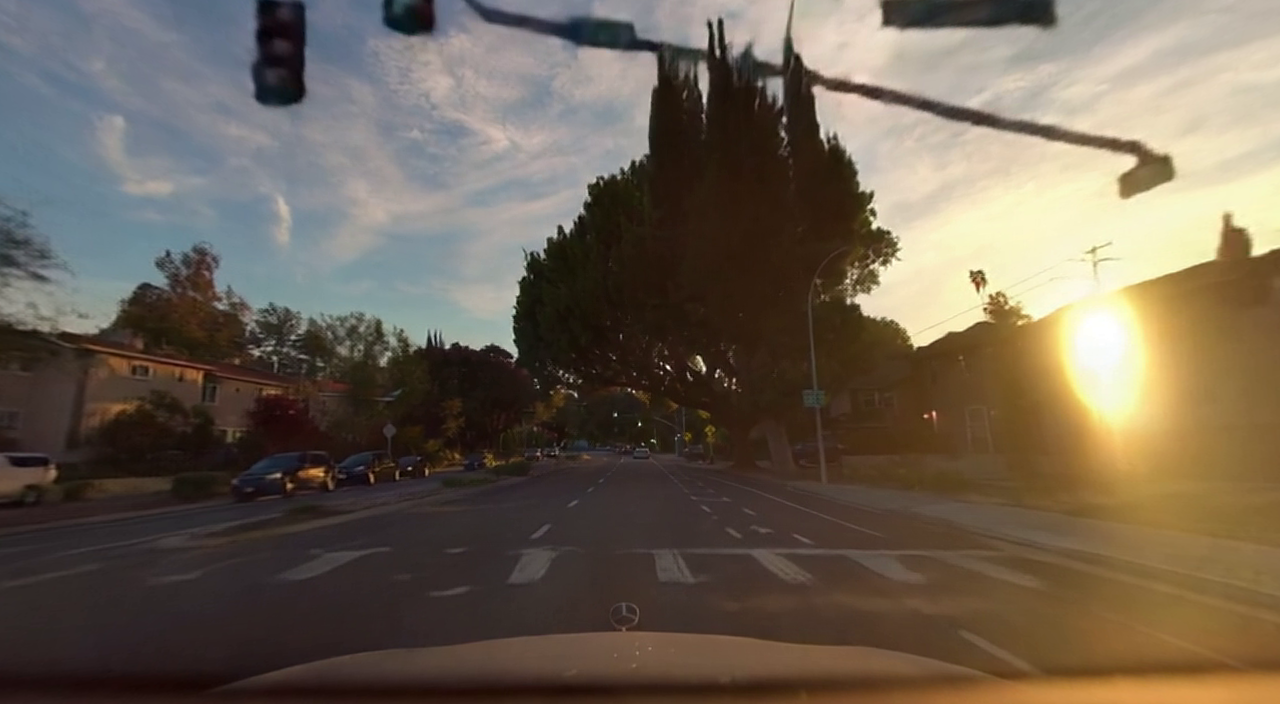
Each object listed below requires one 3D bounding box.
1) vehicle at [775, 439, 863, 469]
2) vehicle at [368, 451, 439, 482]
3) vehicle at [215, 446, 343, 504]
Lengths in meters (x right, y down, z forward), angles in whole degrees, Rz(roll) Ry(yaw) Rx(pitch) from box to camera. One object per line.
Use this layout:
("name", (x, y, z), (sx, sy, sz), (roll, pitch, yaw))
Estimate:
("vehicle", (11.267, 6.455, 39.829), (4.880, 1.842, 2.069), (0, -9, -1))
("vehicle", (-12.156, 5.948, 32.734), (1.888, 1.477, 4.629), (-1, -10, 0))
("vehicle", (-12.111, 4.149, 21.511), (1.932, 1.673, 4.314), (-3, -10, -2))
